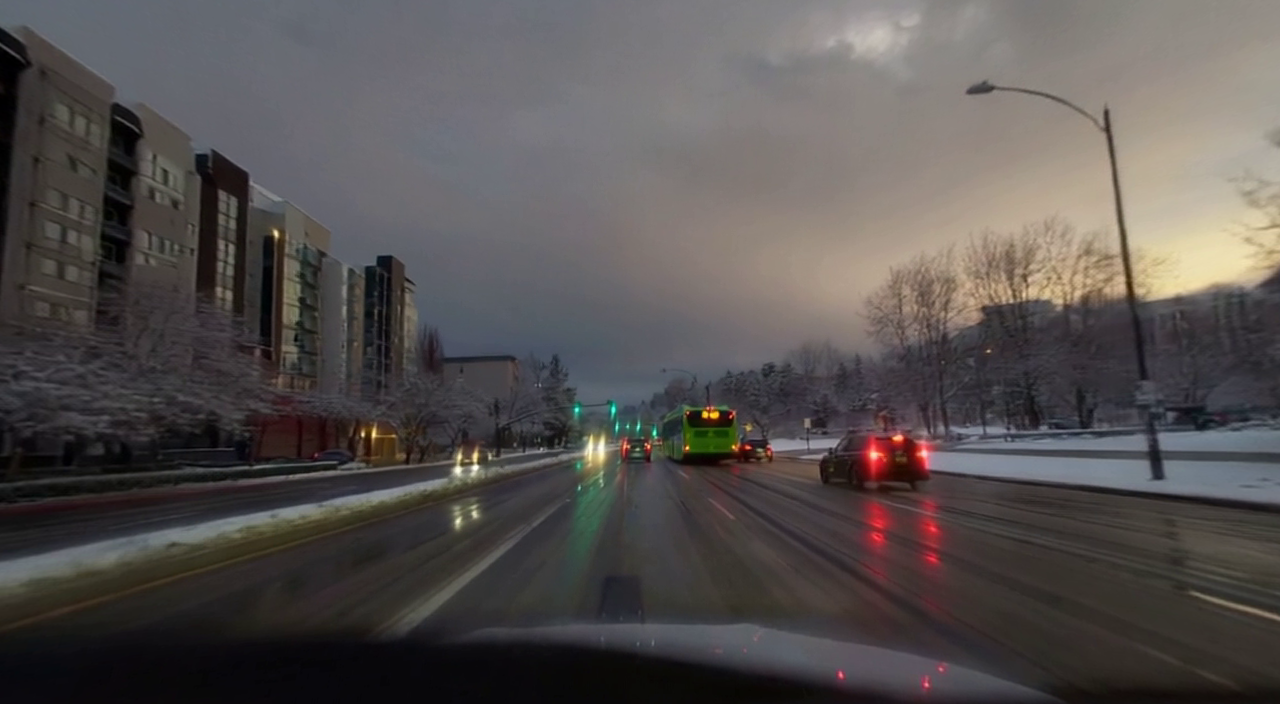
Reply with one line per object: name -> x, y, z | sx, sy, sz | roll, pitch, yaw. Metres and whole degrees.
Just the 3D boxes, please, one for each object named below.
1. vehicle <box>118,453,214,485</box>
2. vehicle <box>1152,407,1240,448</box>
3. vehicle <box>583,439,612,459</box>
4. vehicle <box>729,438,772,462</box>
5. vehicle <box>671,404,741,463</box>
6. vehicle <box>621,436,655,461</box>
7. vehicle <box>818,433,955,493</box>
vehicle -> -29.079, 7.145, 38.984 | 2.039, 1.777, 5.029 | 0, -9, 0
vehicle -> 42.937, 5.918, 48.958 | 2.477, 2.965, 4.646 | 0, -9, 1
vehicle -> -3.308, 7.625, 49.674 | 1.990, 1.480, 3.941 | 0, -9, -1
vehicle -> 7.187, 6.385, 41.416 | 1.886, 1.474, 4.495 | 0, -9, -2
vehicle -> 4.001, 5.343, 40.667 | 2.760, 3.325, 9.045 | 1, -9, -5
vehicle -> -0.116, 6.454, 42.170 | 2.145, 1.572, 4.021 | 0, -9, 0
vehicle -> 6.679, 3.051, 17.737 | 1.992, 1.447, 4.414 | 0, -9, -1
